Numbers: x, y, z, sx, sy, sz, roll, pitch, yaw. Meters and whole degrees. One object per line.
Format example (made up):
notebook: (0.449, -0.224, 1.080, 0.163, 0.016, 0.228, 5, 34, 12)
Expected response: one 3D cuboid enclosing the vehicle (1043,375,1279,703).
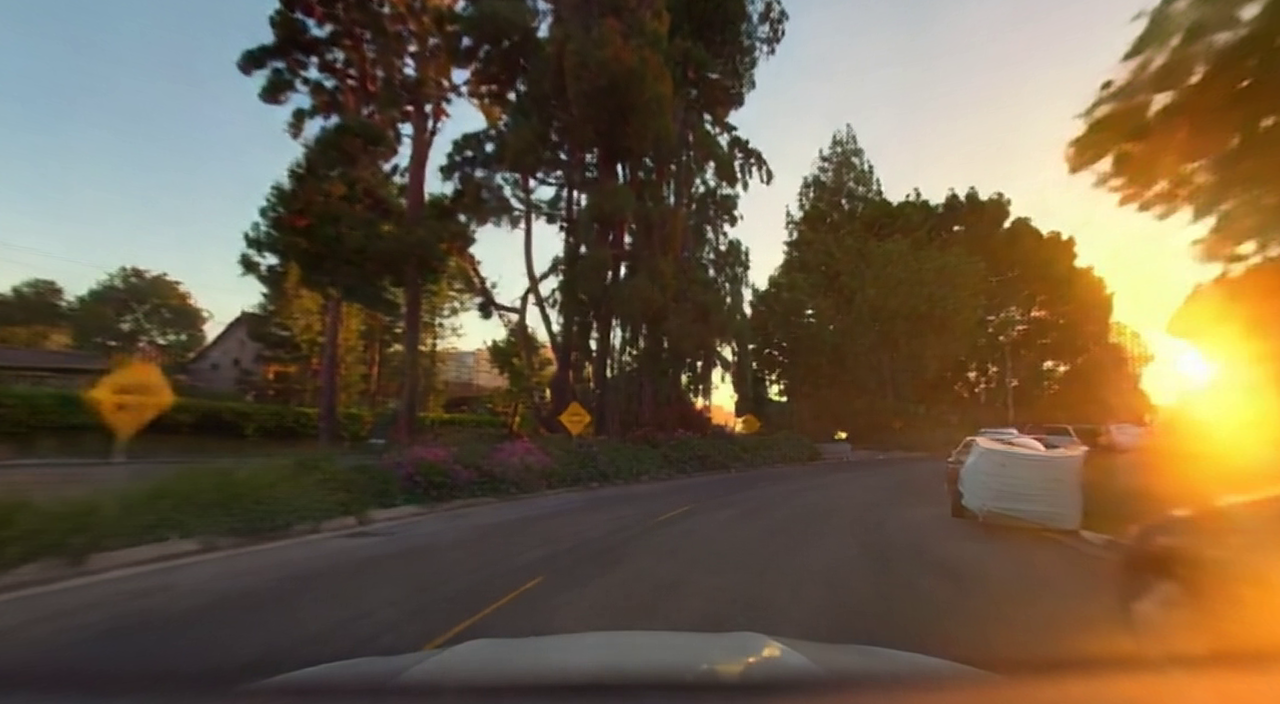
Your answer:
vehicle: (3.538, 0.783, 1.671, 2.195, 1.605, 5.134, -1, -8, 9)
